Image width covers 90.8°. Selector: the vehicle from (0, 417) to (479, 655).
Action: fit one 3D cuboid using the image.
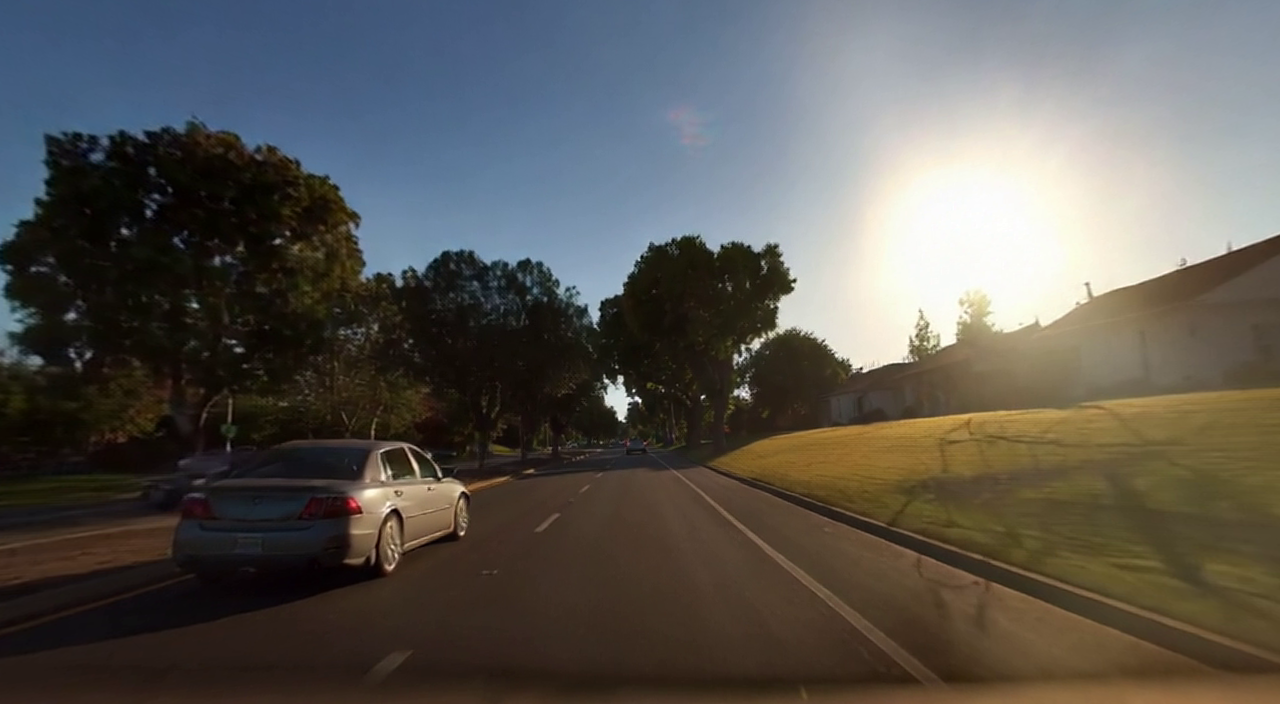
[{"bbox_3d":[-3.305,1.519,6.481,2.020,1.478,4.890,0,-8,0],"label":"vehicle"}]
